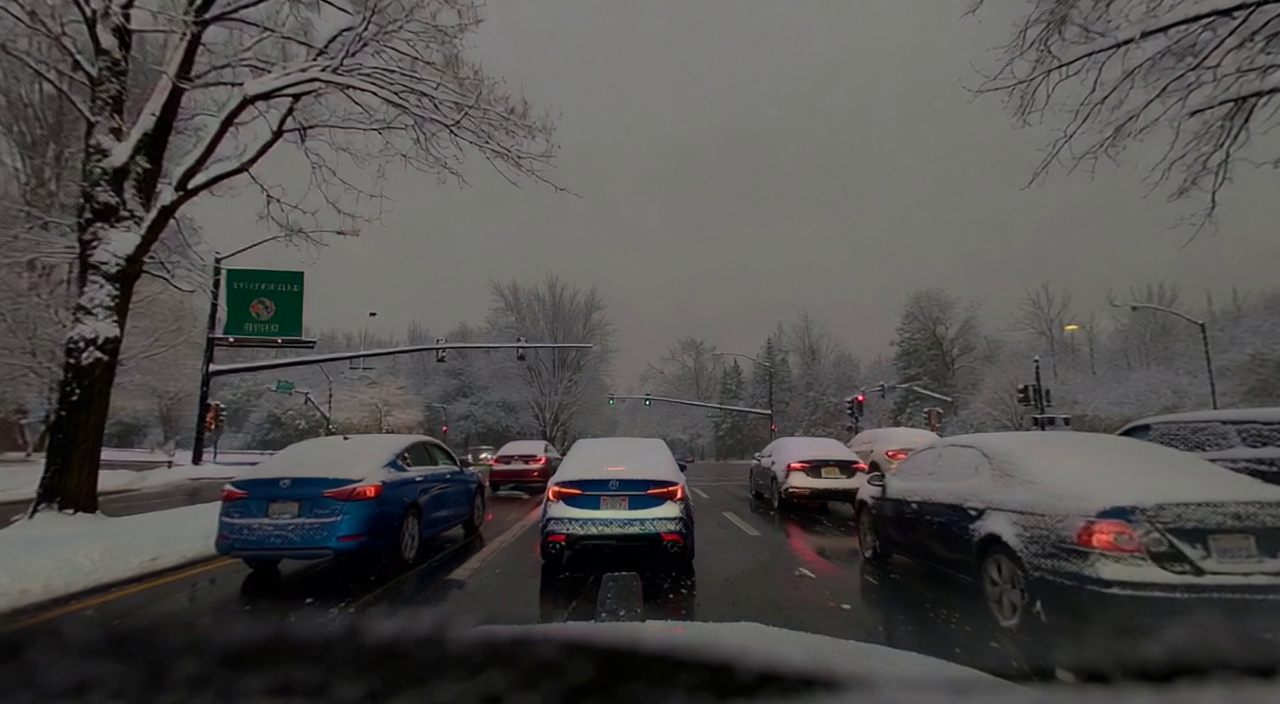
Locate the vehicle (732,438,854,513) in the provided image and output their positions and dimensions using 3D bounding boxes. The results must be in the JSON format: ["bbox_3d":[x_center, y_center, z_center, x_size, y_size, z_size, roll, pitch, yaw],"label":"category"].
[{"bbox_3d":[3.406,2.819,14.873,1.852,1.498,3.825,0,-9,-1],"label":"vehicle"}]

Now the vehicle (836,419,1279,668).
[{"bbox_3d":[3.596,1.480,6.073,1.953,1.471,4.470,0,-9,0],"label":"vehicle"}]

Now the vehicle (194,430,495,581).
[{"bbox_3d":[-3.370,1.812,8.291,1.929,1.457,4.136,0,-9,0],"label":"vehicle"}]

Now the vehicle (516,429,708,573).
[{"bbox_3d":[-0.314,1.826,8.456,1.994,1.479,3.647,0,-9,-1],"label":"vehicle"}]
